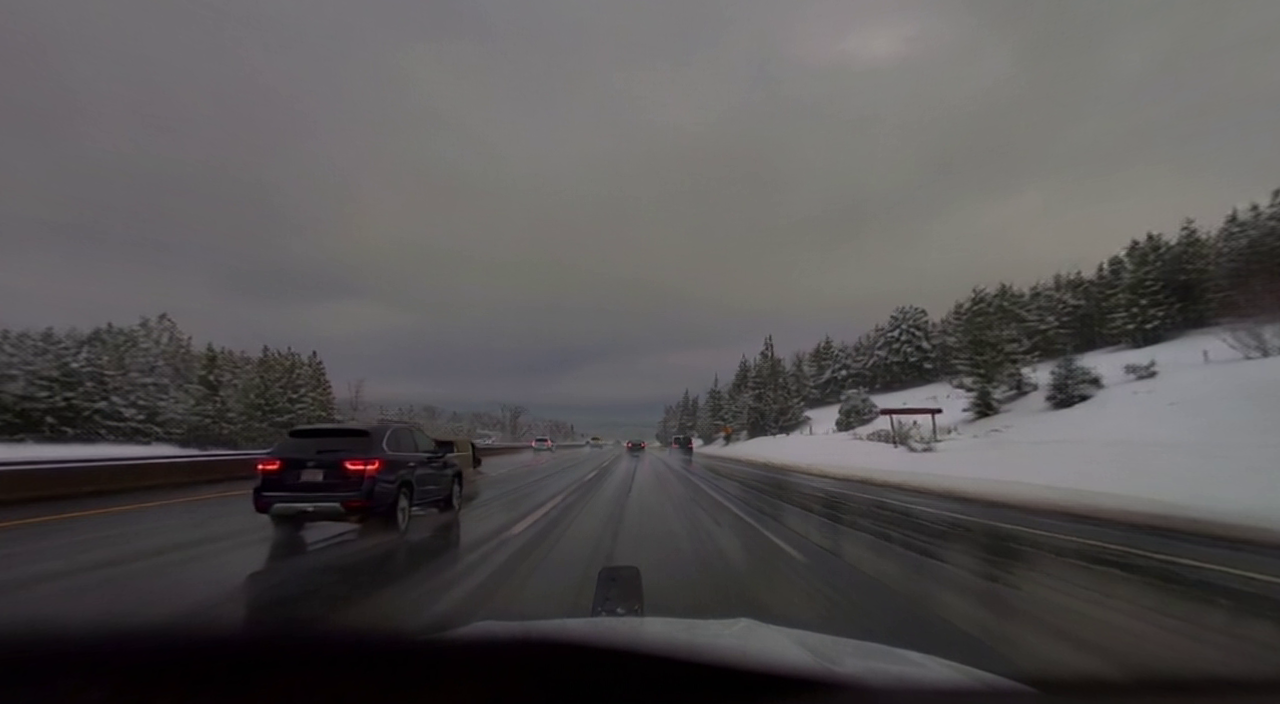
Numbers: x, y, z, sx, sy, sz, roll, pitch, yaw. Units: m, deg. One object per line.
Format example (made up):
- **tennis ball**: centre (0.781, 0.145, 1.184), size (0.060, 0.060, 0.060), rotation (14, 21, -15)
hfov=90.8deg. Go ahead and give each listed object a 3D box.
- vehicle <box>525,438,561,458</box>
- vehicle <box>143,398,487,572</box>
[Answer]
- **vehicle**: centre (-7.450, 7.376, 48.710), size (2.020, 1.447, 4.322), rotation (0, -8, 1)
- **vehicle**: centre (-3.768, 1.652, 8.606), size (2.166, 1.700, 4.661), rotation (0, -8, 0)
